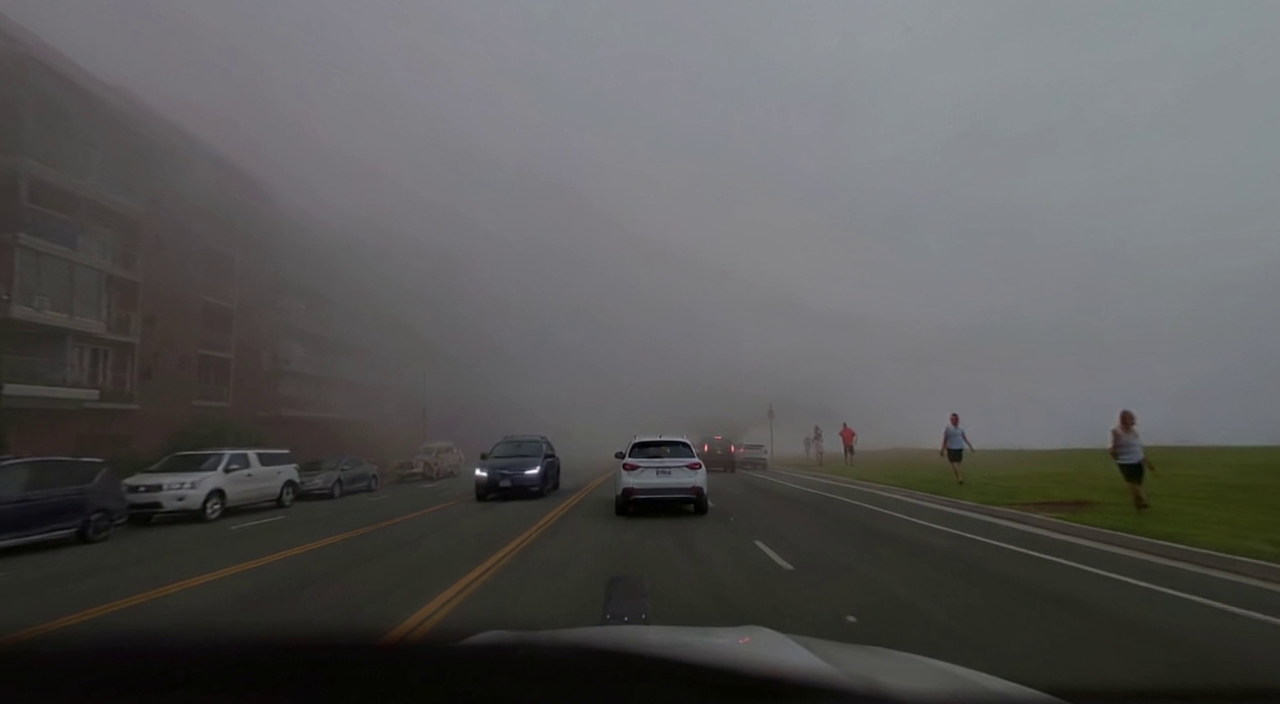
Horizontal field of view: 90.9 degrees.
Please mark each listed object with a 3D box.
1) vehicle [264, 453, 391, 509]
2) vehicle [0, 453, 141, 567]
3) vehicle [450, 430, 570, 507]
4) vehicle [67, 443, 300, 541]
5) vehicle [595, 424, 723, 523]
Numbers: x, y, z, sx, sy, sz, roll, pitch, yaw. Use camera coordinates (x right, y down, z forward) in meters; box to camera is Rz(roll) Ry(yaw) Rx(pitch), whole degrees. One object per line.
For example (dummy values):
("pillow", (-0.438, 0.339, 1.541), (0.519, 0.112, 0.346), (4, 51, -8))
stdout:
("vehicle", (-10.214, 4.212, 21.081), (1.860, 1.487, 4.658), (-1, -8, 0))
("vehicle", (-10.449, 2.421, 9.741), (1.869, 1.647, 4.281), (-1, -9, 1))
("vehicle", (-3.149, 2.946, 16.341), (2.086, 1.702, 4.451), (-1, -9, 1))
("vehicle", (-10.367, 3.122, 14.927), (1.940, 1.816, 4.721), (-1, -8, 1))
("vehicle", (0.293, 2.323, 12.525), (2.132, 1.632, 3.838), (0, -9, 0))
